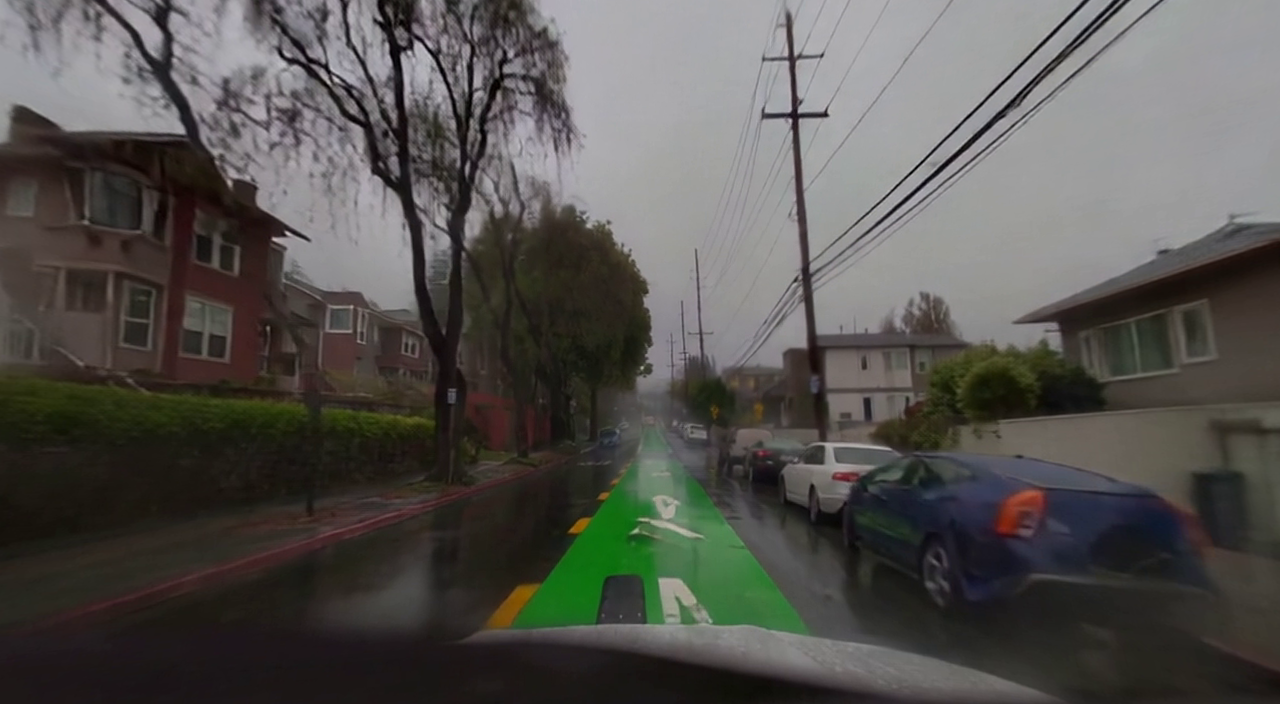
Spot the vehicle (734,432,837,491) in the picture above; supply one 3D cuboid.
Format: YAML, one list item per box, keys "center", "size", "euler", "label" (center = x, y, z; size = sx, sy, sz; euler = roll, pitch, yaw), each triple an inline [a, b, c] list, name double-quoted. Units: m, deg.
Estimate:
- center: [4.089, 3.163, 18.516]
  size: [1.981, 1.512, 4.144]
  euler: [0, -9, -1]
  label: "vehicle"

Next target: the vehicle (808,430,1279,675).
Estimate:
- center: [3.370, 1.594, 6.240]
  size: [2.235, 1.500, 4.496]
  euler: [0, -9, 1]
  label: "vehicle"
